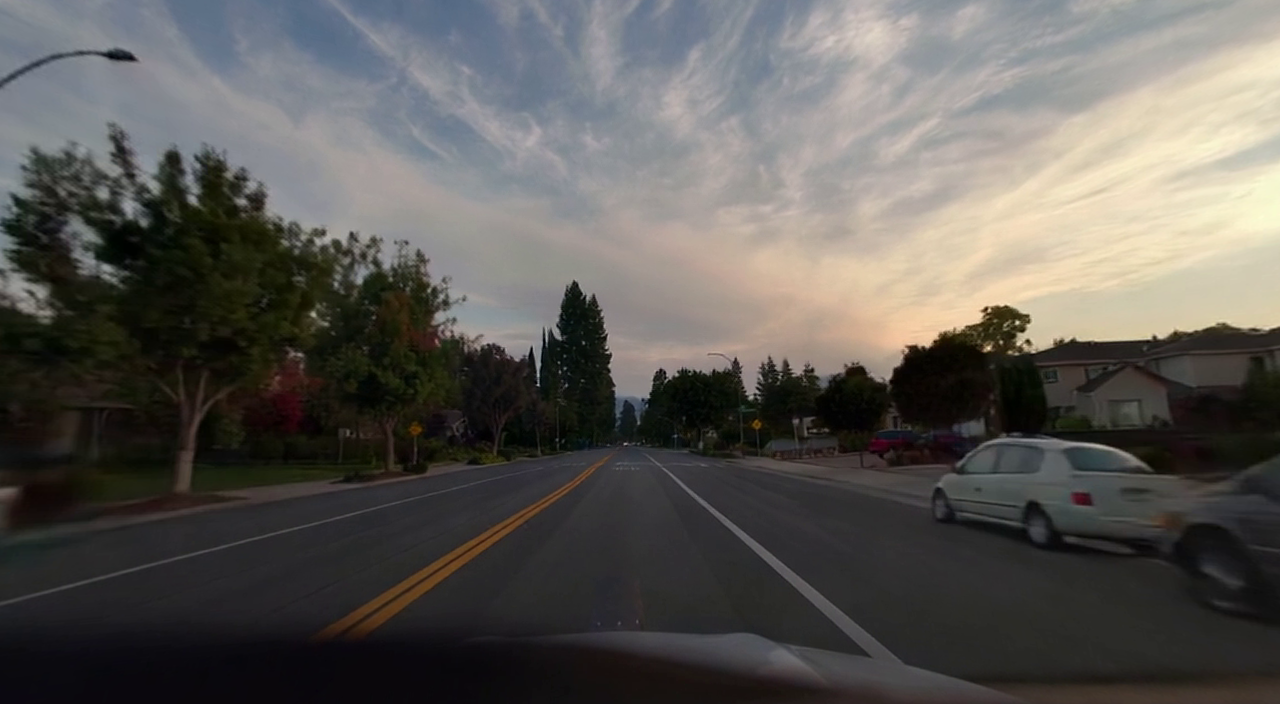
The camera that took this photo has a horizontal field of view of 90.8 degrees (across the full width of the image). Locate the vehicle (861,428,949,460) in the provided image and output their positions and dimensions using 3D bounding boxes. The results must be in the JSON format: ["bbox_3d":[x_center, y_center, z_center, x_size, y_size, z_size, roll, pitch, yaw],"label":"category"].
[{"bbox_3d":[17.906,6.279,42.942,4.937,2.091,2.263,0,-8,1],"label":"vehicle"}]

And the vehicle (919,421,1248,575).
[{"bbox_3d":[6.497,2.135,10.067,2.108,1.897,4.180,0,-8,-1],"label":"vehicle"}]
